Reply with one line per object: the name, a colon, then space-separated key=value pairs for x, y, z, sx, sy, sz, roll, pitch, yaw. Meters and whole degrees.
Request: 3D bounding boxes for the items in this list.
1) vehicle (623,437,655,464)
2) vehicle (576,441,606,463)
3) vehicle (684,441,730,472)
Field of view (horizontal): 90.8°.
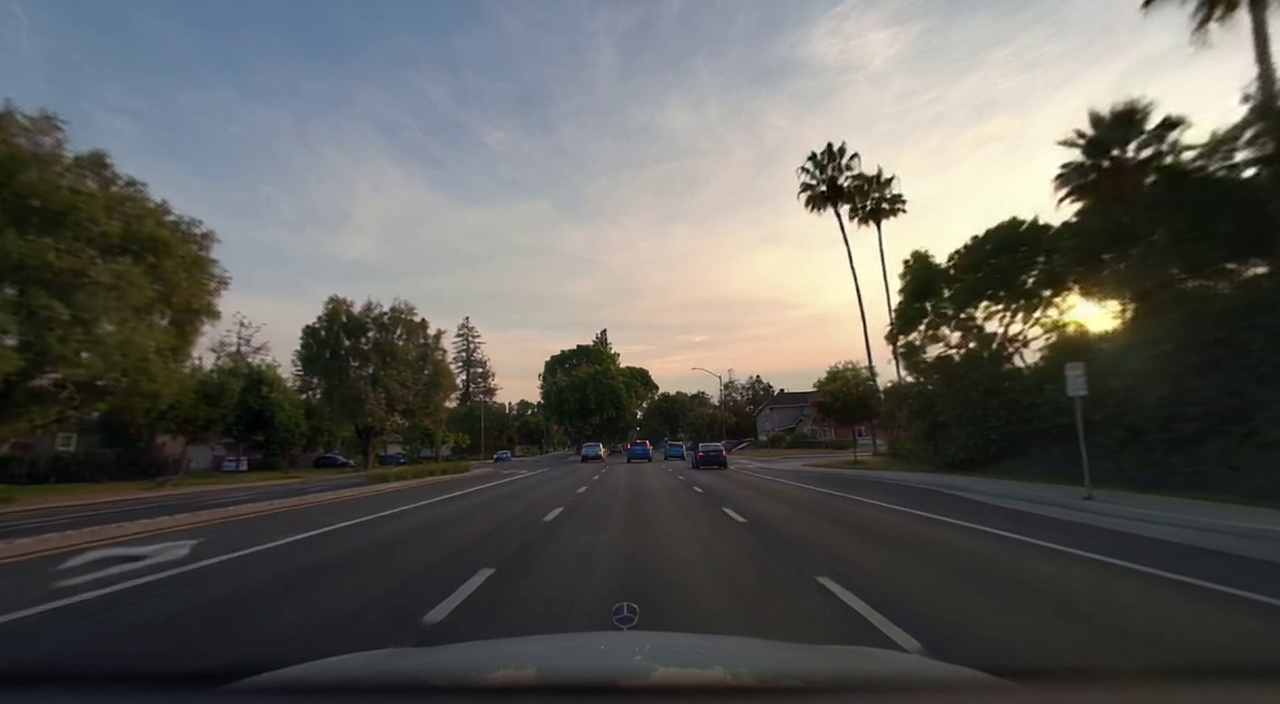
vehicle: x=-0.114 y=6.740 z=43.259 sx=2.043 sy=1.734 sz=4.253 roll=0 pitch=-8 yaw=-1
vehicle: x=-3.686 y=7.564 z=48.104 sx=2.000 sy=1.569 sz=3.794 roll=0 pitch=-8 yaw=-1
vehicle: x=3.367 y=5.336 z=32.558 sx=1.830 sy=1.451 sz=4.009 roll=0 pitch=-8 yaw=-2
